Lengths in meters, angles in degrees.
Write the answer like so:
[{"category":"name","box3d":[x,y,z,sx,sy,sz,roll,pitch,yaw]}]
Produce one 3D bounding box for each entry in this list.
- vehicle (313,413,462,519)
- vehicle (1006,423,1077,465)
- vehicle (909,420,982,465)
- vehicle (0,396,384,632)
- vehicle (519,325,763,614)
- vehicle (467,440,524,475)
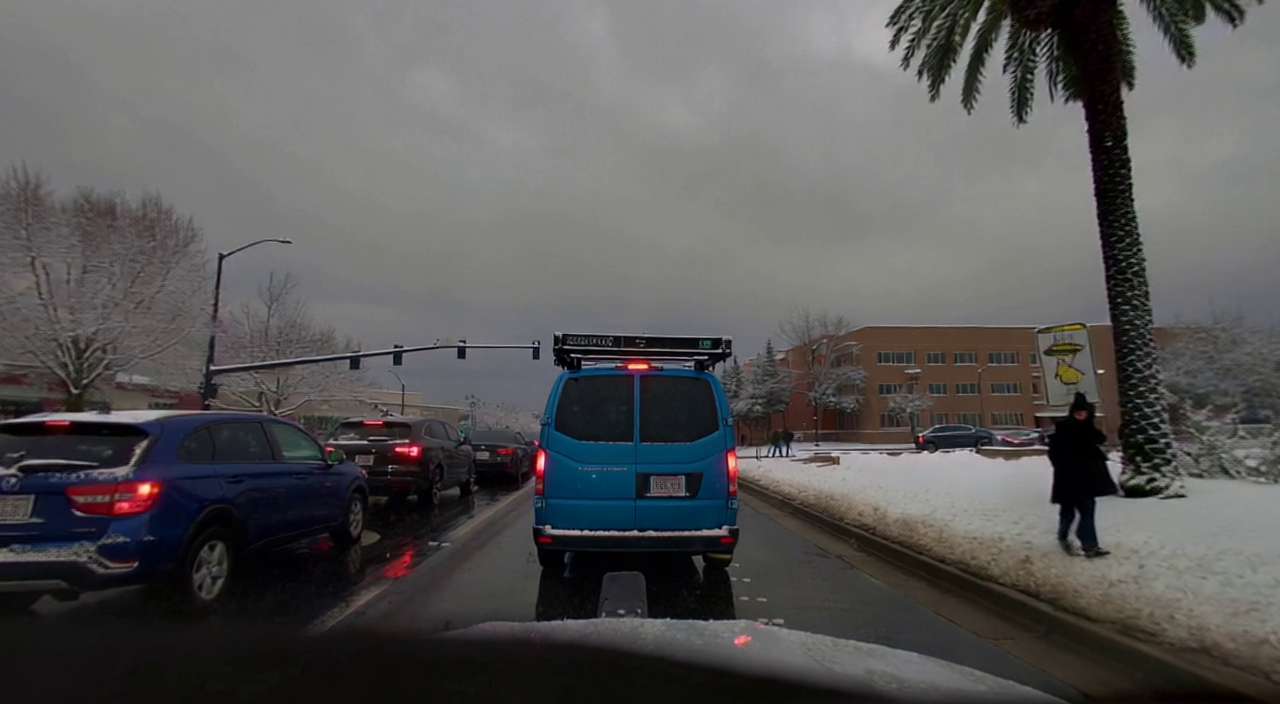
[{"category":"vehicle","box3d":[-5.214,2.412,13.880,2.089,1.854,5.022,2,-9,-11]},{"category":"vehicle","box3d":[15.753,3.617,24.716,2.048,1.475,3.972,-6,-10,34]},{"category":"vehicle","box3d":[12.646,3.760,26.040,2.046,1.675,3.924,-6,-10,33]},{"category":"vehicle","box3d":[-4.402,1.464,6.664,1.986,1.643,4.315,1,-9,-6]},{"category":"vehicle","box3d":[-0.201,1.222,7.174,1.902,2.238,4.263,1,-9,-6]},{"category":"vehicle","box3d":[-6.847,4.891,29.565,1.818,1.479,4.428,4,-9,-22]}]
